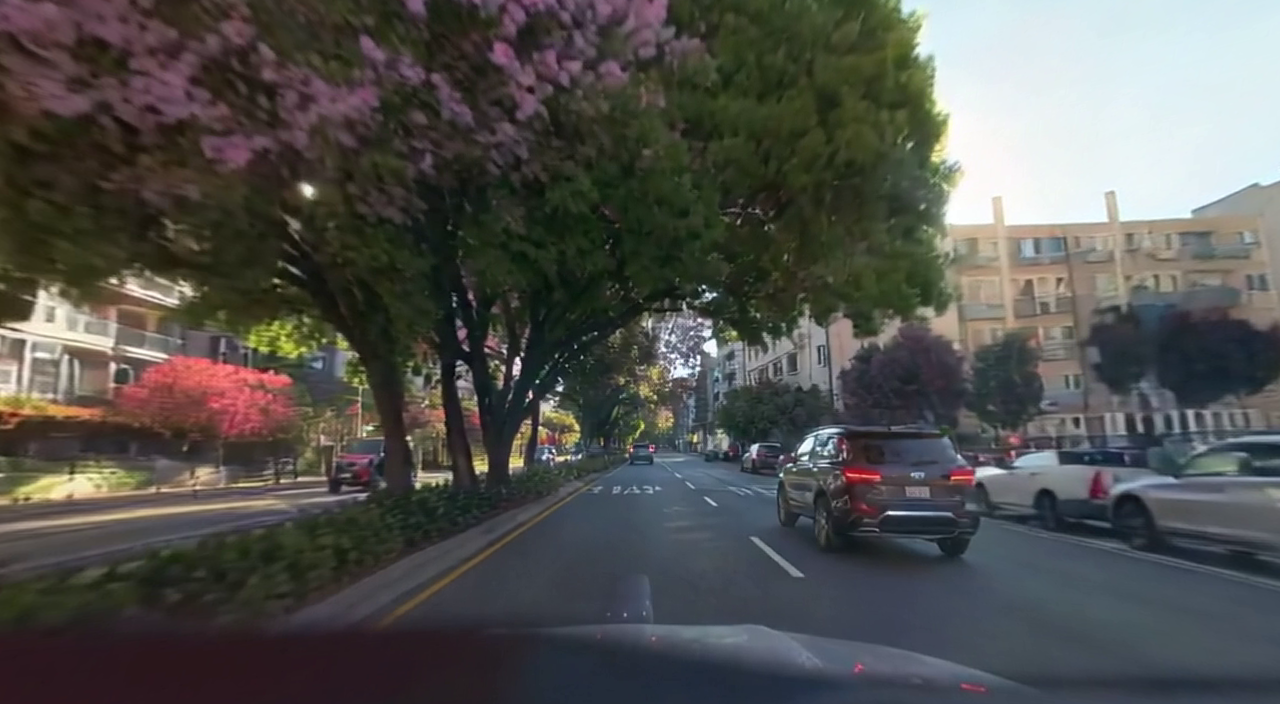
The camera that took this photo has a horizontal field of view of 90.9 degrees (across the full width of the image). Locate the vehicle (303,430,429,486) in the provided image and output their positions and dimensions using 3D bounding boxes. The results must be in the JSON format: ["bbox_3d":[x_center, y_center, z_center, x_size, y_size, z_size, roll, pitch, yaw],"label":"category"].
[{"bbox_3d":[-10.300,4.061,24.430,2.502,1.881,5.953,0,-9,-3],"label":"vehicle"}]

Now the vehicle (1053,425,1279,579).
[{"bbox_3d":[7.577,1.700,7.562,2.011,1.566,4.722,0,-8,0],"label":"vehicle"}]

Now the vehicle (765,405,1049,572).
[{"bbox_3d":[3.280,1.785,9.009,2.071,1.747,4.549,0,-8,0],"label":"vehicle"}]

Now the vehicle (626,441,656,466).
[{"bbox_3d":[0.137,7.889,49.078,2.244,1.813,4.129,0,-8,1],"label":"vehicle"}]
